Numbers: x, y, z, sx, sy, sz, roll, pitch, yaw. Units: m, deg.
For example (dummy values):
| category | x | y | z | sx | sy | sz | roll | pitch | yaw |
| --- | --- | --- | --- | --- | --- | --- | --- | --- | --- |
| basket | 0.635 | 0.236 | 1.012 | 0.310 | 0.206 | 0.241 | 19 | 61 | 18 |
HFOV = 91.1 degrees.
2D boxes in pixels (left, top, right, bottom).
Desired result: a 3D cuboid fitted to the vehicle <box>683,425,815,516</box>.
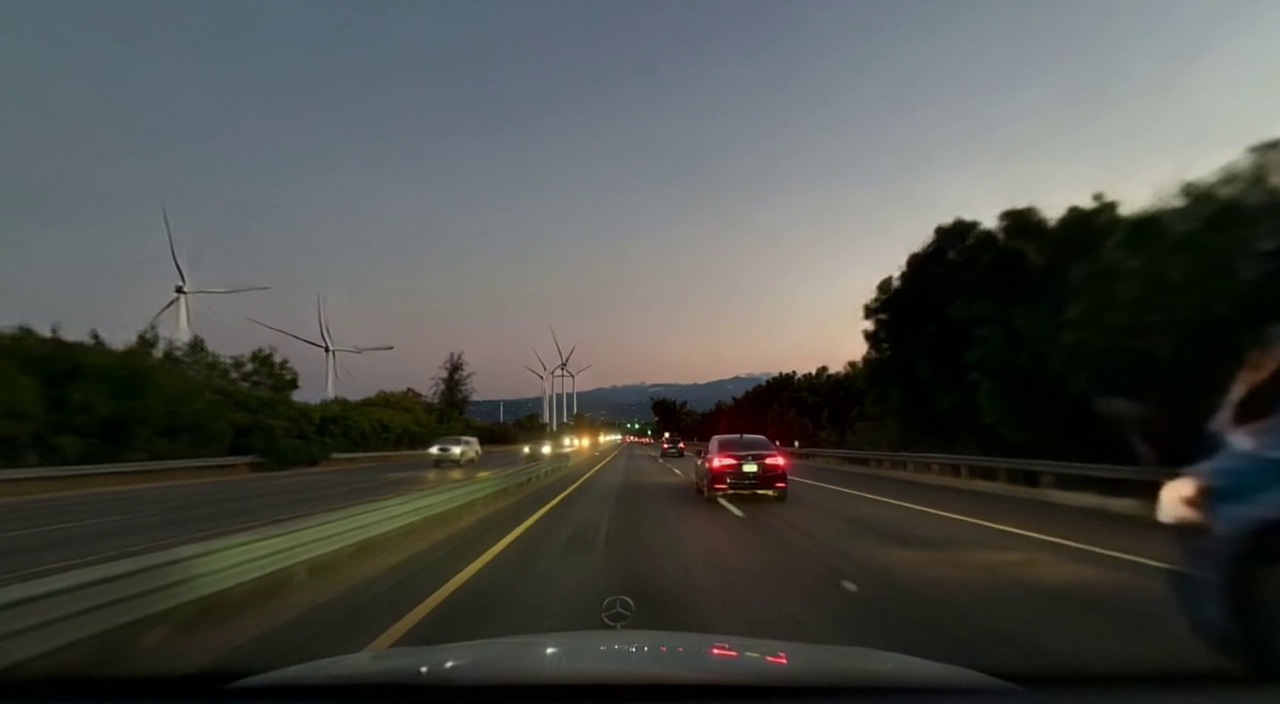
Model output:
| category | x | y | z | sx | sy | sz | roll | pitch | yaw |
| --- | --- | --- | --- | --- | --- | --- | --- | --- | --- |
| vehicle | 2.123 | 2.441 | 13.589 | 2.038 | 1.624 | 4.312 | 0 | -8 | 0 |

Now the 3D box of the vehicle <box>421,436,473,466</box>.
| category | x | y | z | sx | sy | sz | roll | pitch | yaw |
| --- | --- | --- | --- | --- | --- | --- | --- | --- | --- |
| vehicle | -13.319 | 6.849 | 43.663 | 2.148 | 1.937 | 4.755 | 0 | -8 | 0 |

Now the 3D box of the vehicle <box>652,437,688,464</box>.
| category | x | y | z | sx | sy | sz | roll | pitch | yaw |
| --- | --- | --- | --- | --- | --- | --- | --- | --- | --- |
| vehicle | 1.916 | 6.491 | 41.580 | 2.066 | 1.661 | 4.500 | 0 | -8 | -1 |
